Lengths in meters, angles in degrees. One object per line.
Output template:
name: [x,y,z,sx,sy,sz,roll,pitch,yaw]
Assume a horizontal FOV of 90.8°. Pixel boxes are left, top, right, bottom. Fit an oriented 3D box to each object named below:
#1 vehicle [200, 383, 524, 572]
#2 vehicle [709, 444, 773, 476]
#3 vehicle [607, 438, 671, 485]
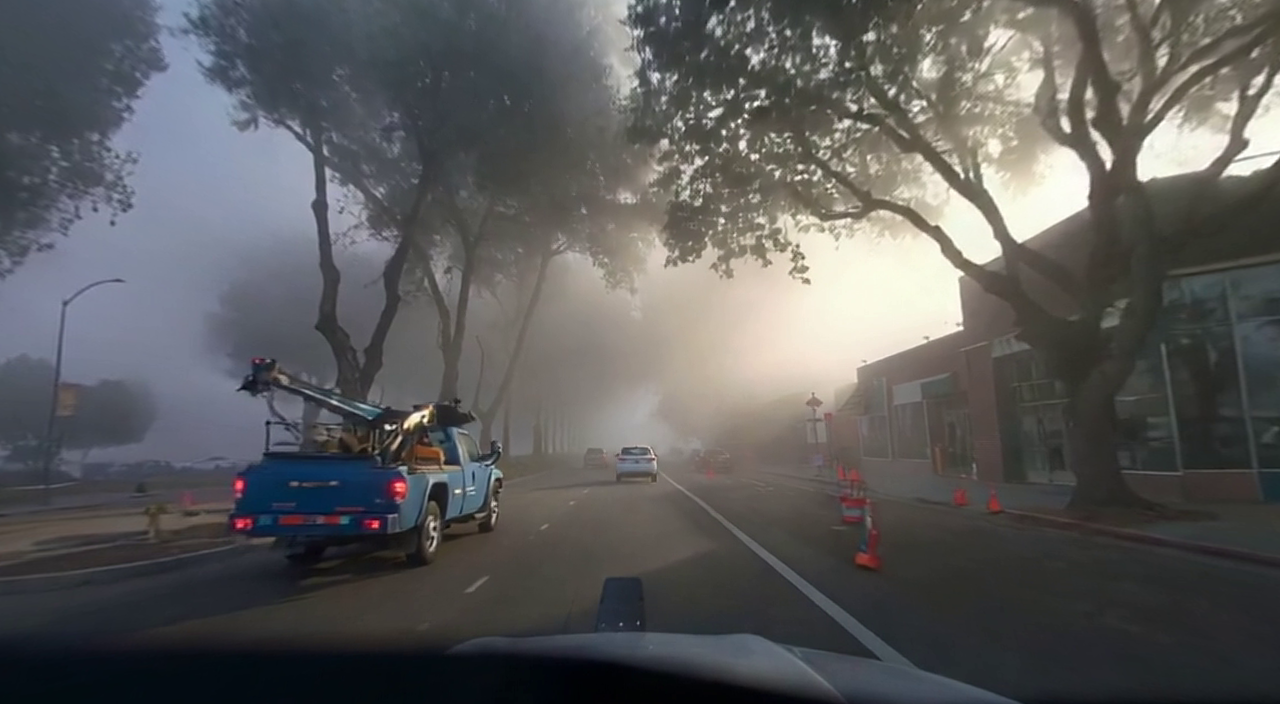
vehicle: [-3.558,1.809,9.804,2.424,2.063,5.678,0,-9,0]
vehicle: [5.330,5.771,33.938,2.082,1.601,4.451,1,-9,-9]
vehicle: [-0.085,4.480,26.048,2.413,1.748,4.406,0,-9,-1]
